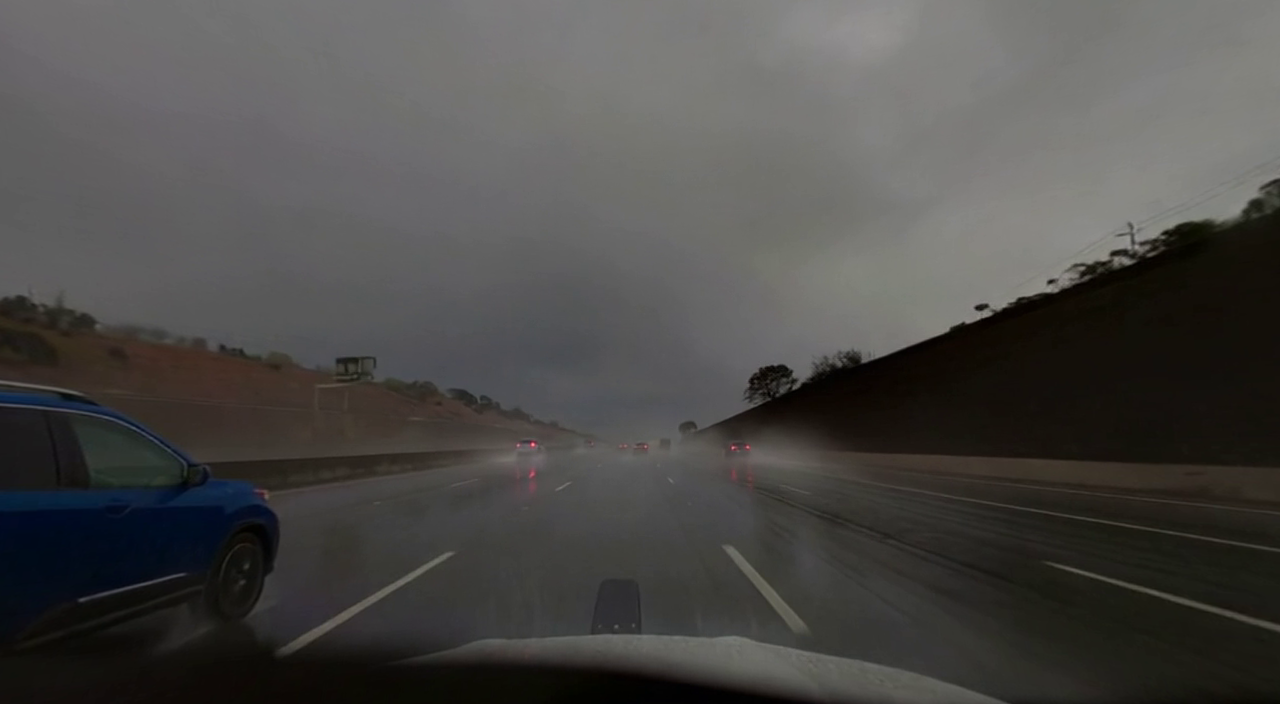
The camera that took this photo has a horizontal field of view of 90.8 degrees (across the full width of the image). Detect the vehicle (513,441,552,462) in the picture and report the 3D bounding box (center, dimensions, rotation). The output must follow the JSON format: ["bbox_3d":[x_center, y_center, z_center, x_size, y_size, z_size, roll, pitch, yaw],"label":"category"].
[{"bbox_3d":[-7.931,7.390,47.144,2.054,1.474,4.450,0,-9,1],"label":"vehicle"}]

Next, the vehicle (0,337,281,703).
[{"bbox_3d":[-3.643,0.756,2.249,2.047,1.715,4.689,0,-9,-1],"label":"vehicle"}]
